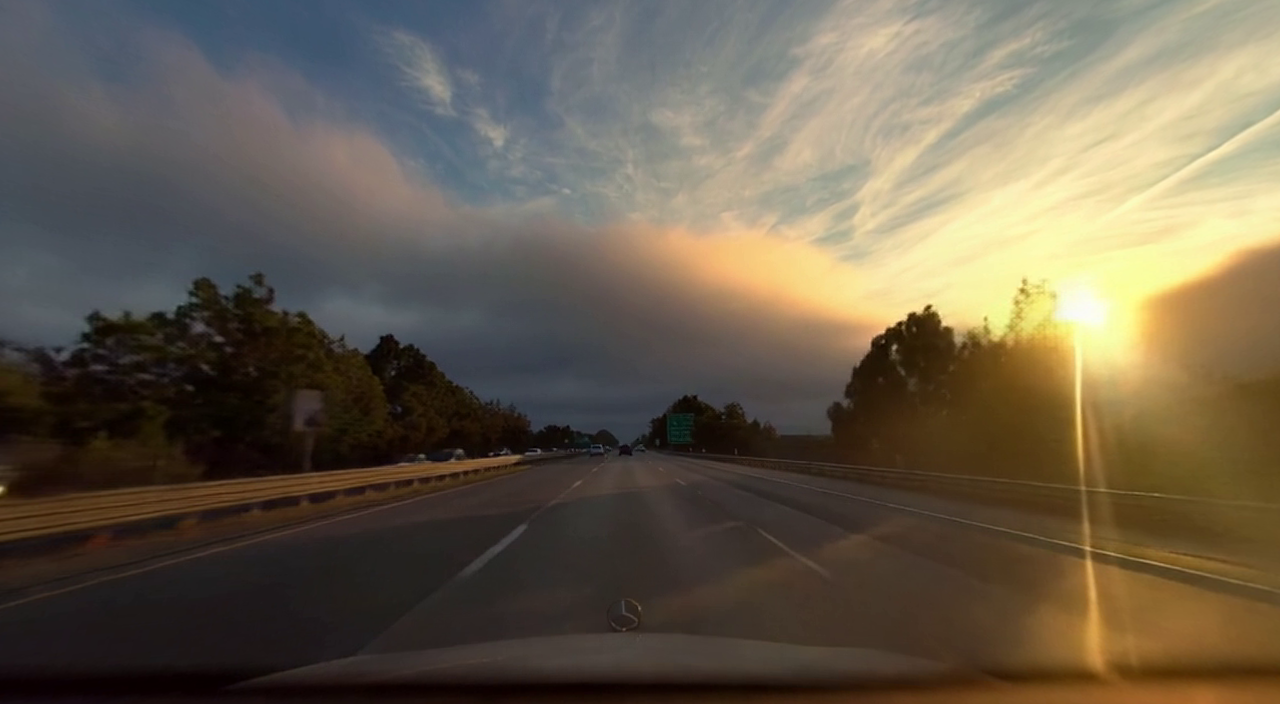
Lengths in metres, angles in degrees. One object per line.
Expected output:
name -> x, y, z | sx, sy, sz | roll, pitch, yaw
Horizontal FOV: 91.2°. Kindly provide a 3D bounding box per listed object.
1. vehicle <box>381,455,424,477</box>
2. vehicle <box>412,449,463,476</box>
vehicle -> -18.318, 8.764, 48.451 | 1.805, 1.548, 4.020 | 0, -9, -1
vehicle -> -13.426, 7.365, 41.904 | 1.957, 1.657, 4.329 | 0, -9, 0
